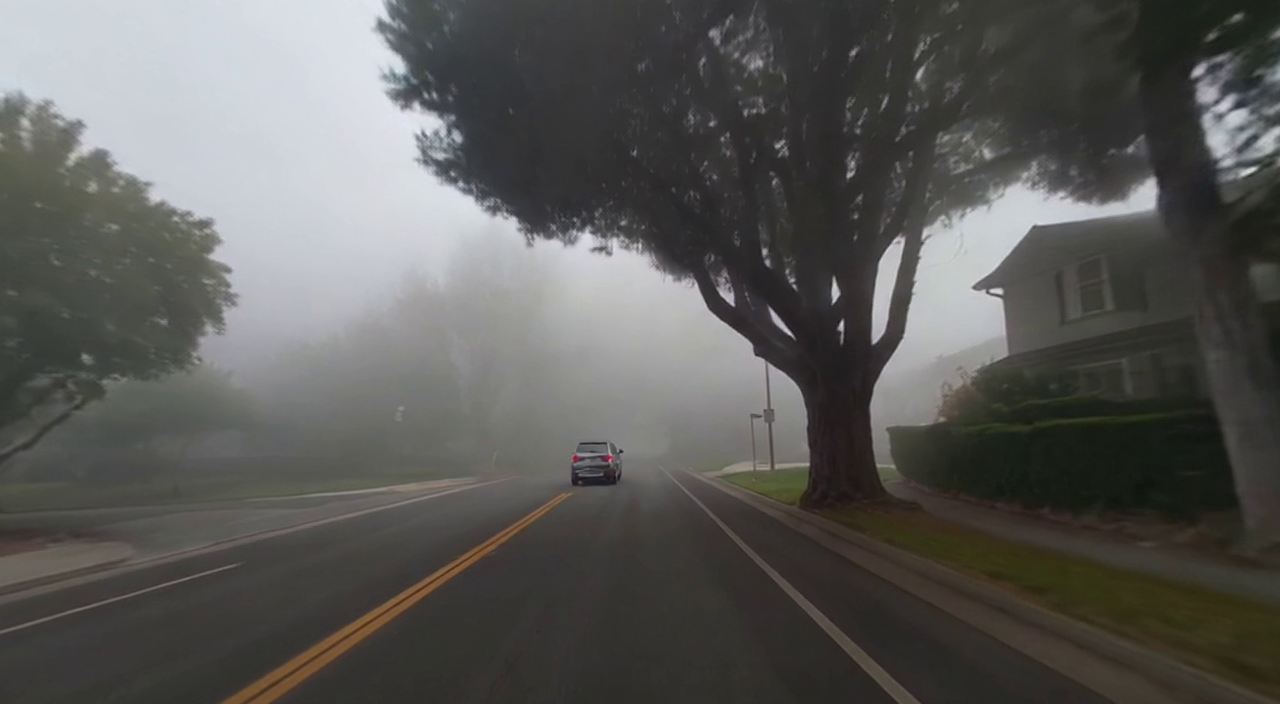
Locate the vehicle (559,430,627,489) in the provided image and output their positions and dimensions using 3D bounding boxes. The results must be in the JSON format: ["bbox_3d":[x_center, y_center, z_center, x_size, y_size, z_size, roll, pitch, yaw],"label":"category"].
[{"bbox_3d":[-1.702,4.127,24.614,2.210,2.023,4.663,0,-8,1],"label":"vehicle"}]

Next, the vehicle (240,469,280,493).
[{"bbox_3d":[-30.003,10.160,49.974,1.926,1.552,4.355,3,-9,-21],"label":"vehicle"}]
